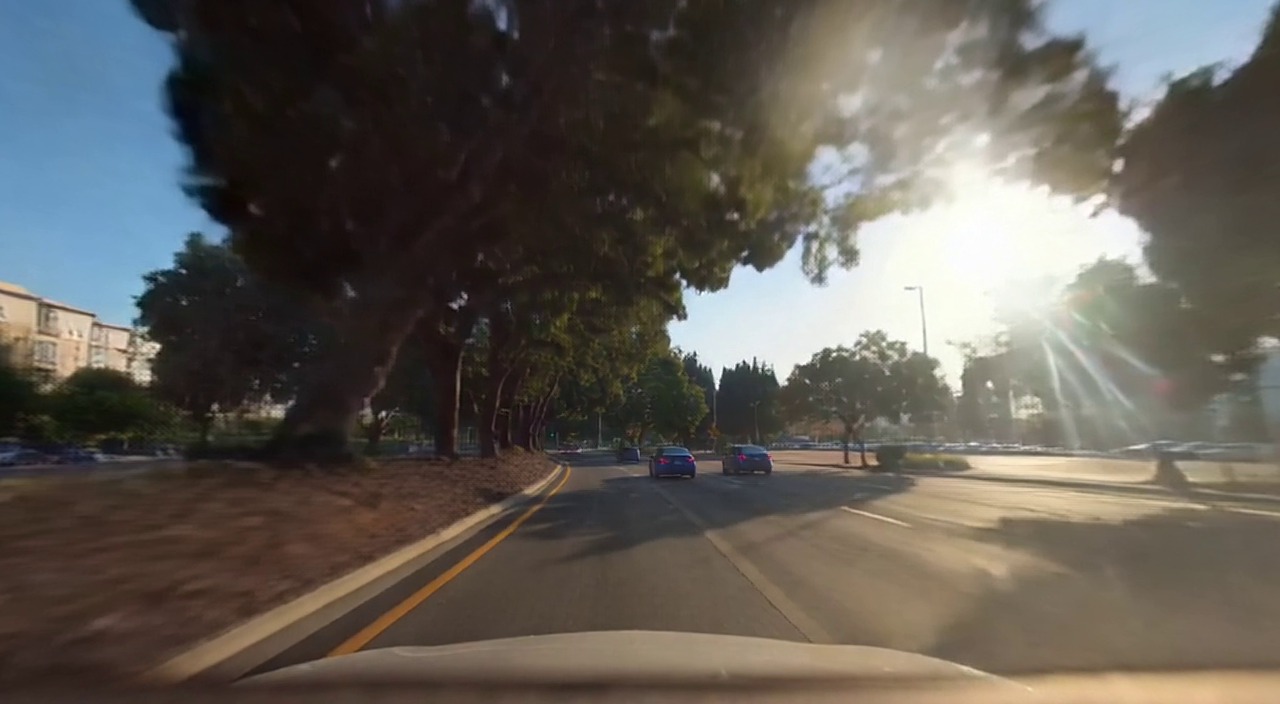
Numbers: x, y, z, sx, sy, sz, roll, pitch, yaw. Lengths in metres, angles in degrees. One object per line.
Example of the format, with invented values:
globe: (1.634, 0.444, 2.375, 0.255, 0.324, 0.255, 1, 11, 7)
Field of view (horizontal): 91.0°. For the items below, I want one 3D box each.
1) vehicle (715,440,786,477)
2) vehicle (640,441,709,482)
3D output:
vehicle: (4.734, 4.615, 27.598, 1.901, 1.474, 4.363, 1, -8, -6)
vehicle: (1.256, 4.286, 24.966, 2.077, 1.464, 4.134, 1, -8, -6)
